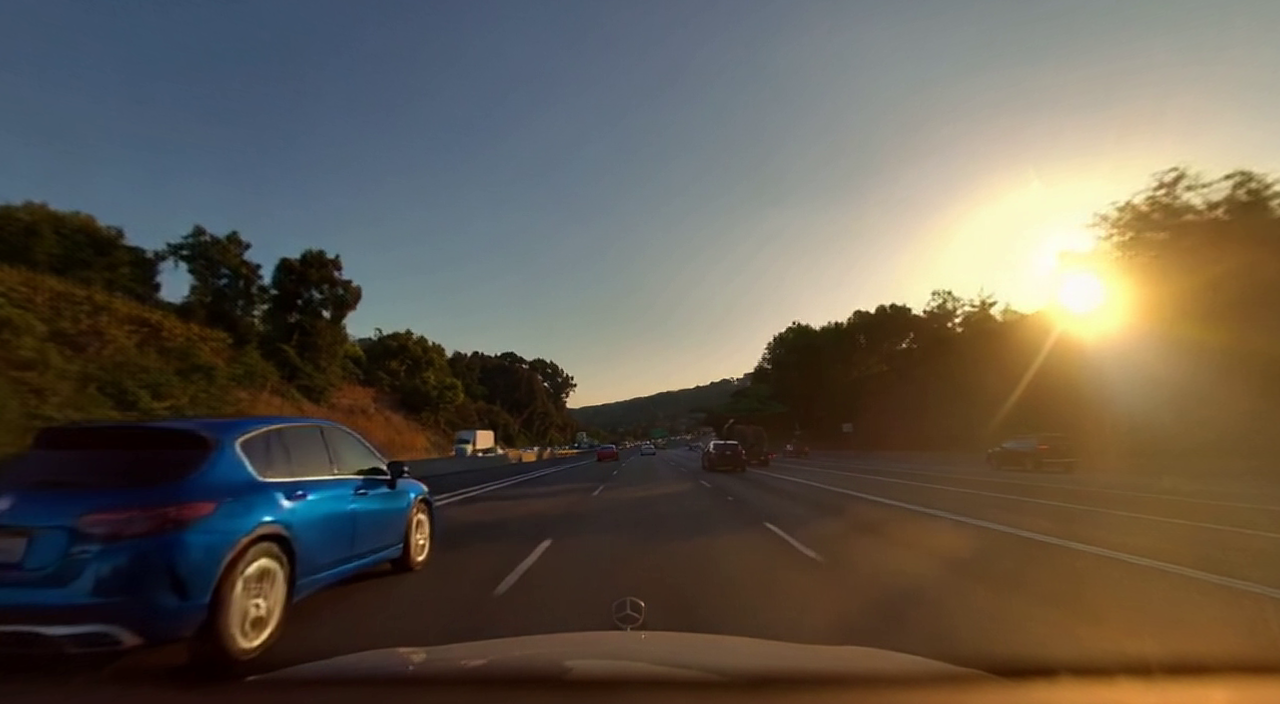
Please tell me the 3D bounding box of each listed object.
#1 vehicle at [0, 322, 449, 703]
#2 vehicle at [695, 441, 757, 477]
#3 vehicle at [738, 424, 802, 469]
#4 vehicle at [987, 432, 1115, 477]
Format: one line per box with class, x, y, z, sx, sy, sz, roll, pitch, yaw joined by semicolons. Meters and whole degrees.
vehicle;-3.441;1.152;4.889;2.218;1.764;5.229;0;-9;1
vehicle;3.767;4.805;28.584;2.080;1.493;4.674;0;-9;-1
vehicle;8.036;5.924;39.571;2.729;2.628;4.875;0;-9;-2
vehicle;20.059;5.038;31.213;2.221;1.995;5.803;0;-9;-3
